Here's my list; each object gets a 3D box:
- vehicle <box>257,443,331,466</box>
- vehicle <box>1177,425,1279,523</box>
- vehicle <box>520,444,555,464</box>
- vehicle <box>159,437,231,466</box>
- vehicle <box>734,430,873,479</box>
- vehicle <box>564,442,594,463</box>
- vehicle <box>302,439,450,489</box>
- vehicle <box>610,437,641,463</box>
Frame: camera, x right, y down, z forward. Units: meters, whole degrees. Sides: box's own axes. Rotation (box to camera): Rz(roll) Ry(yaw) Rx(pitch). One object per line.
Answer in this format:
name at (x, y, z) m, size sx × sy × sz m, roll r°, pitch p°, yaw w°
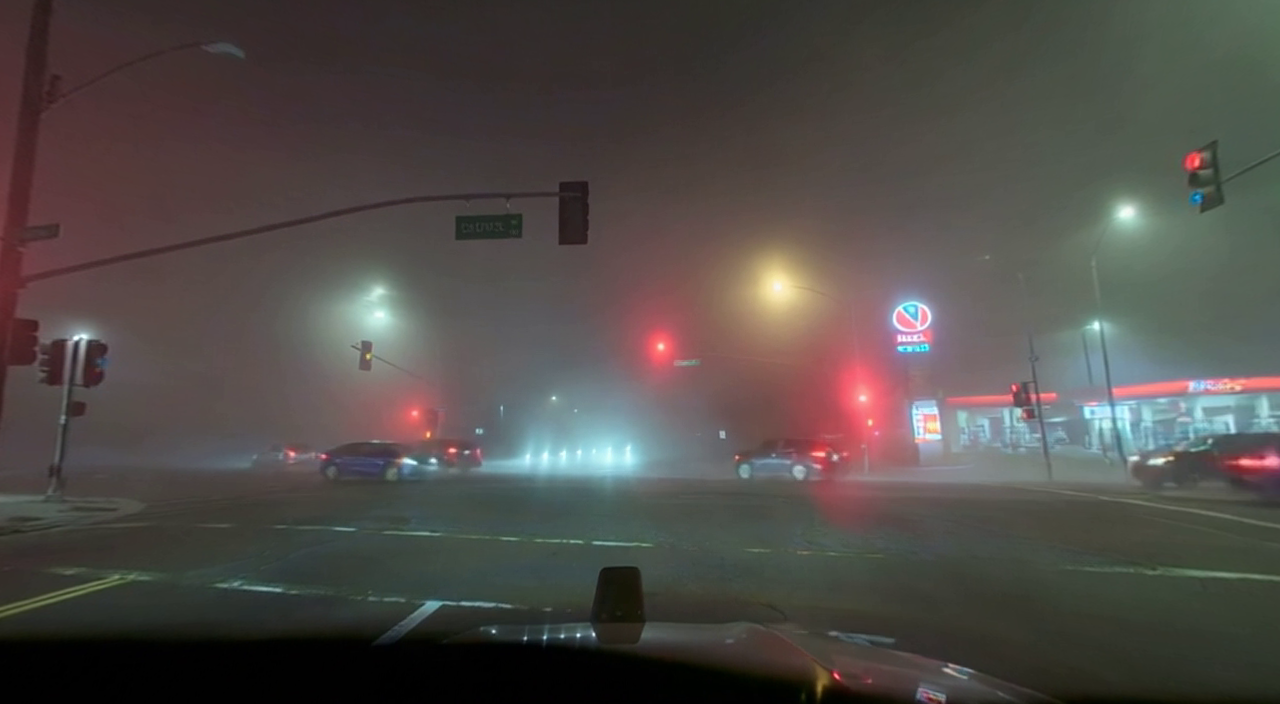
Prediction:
vehicle at (-22.864, 6.761, 41.687) m, size 4.801 × 1.466 × 1.830 m, roll -5°, pitch -10°, yaw 27°
vehicle at (11.761, 1.879, 9.799) m, size 4.806 × 1.482 × 1.862 m, roll -5°, pitch -10°, yaw 26°
vehicle at (-7.939, 7.893, 49.136) m, size 2.079 × 1.491 × 4.045 m, roll 0°, pitch -9°, yaw -1°
vehicle at (-28.632, 6.384, 40.629) m, size 4.311 × 1.742 × 1.864 m, roll -5°, pitch -10°, yaw 27°
vehicle at (5.959, 3.733, 23.127) m, size 4.568 × 1.643 × 1.911 m, roll -4°, pitch -10°, yaw 26°
vehicle at (-4.596, 7.655, 48.143) m, size 2.003 × 1.481 × 4.091 m, roll 0°, pitch -9°, yaw -2°
vehicle at (-8.654, 3.606, 20.611) m, size 4.670 × 1.458 × 1.959 m, roll -5°, pitch -10°, yaw 30°
vehicle at (-1.118, 7.125, 46.038) m, size 2.083 × 1.764 × 5.011 m, roll 0°, pitch -9°, yaw -3°
